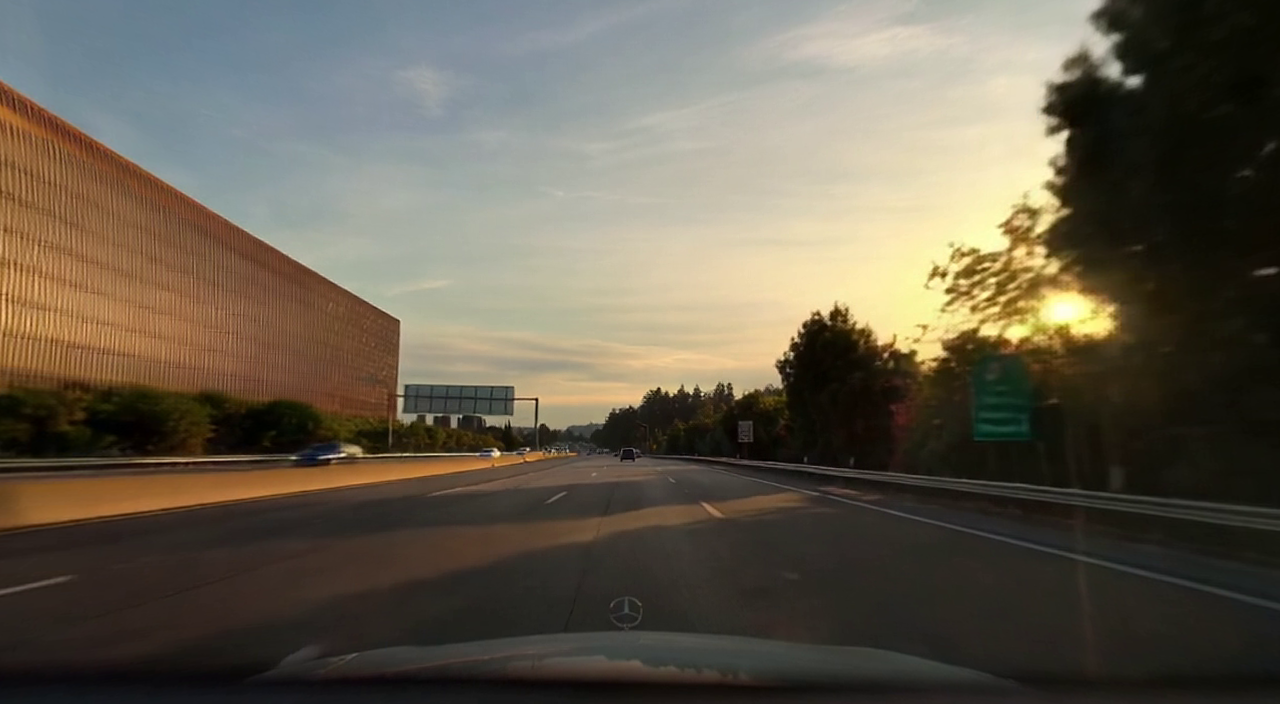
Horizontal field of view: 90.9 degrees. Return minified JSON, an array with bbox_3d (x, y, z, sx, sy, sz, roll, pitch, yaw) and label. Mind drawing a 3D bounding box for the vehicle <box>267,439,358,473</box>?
[{"bbox_3d":[-15.245,4.863,29.668,1.922,1.465,4.498,0,-9,-1],"label":"vehicle"}]
